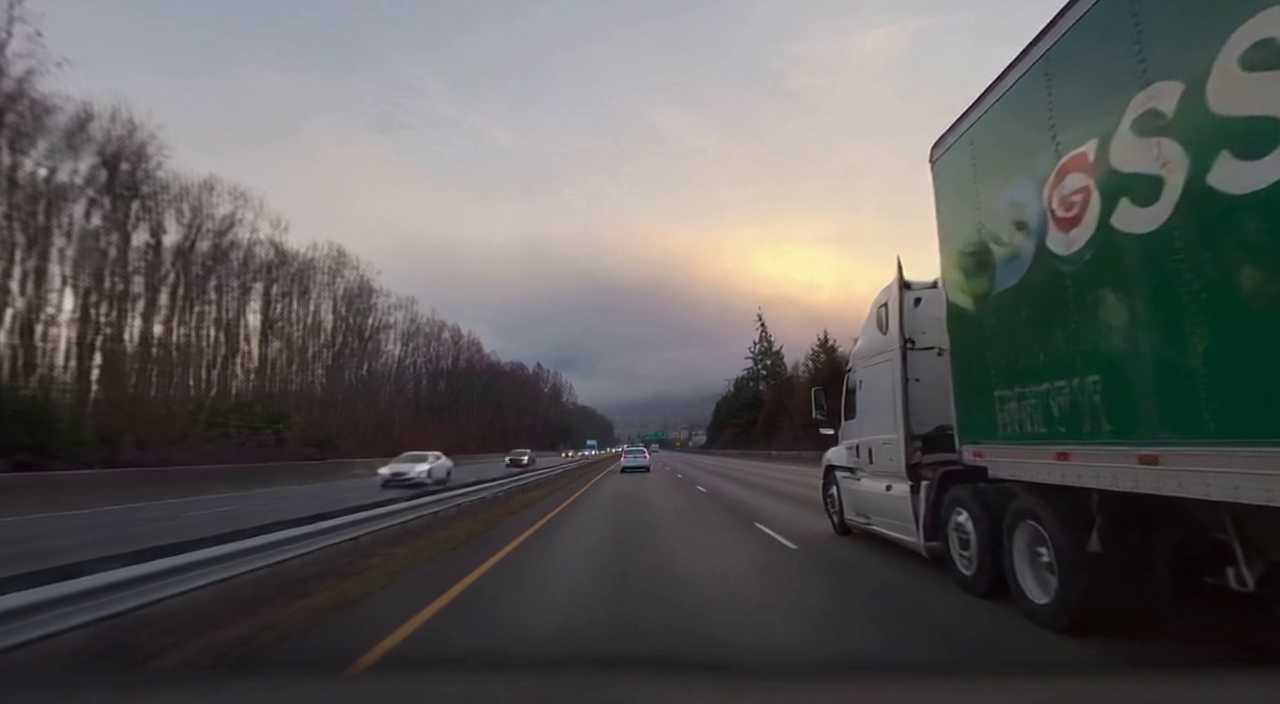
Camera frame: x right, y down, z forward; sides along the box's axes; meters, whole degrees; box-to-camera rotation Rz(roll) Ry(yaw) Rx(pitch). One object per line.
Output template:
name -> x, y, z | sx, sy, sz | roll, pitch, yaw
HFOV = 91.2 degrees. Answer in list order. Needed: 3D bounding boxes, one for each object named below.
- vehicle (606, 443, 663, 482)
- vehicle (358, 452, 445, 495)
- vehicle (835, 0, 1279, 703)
vehicle -> -0.242, 4.712, 26.899 | 2.244, 1.506, 4.097 | 0, -9, -1
vehicle -> -9.245, 4.705, 24.639 | 1.855, 1.512, 3.940 | -1, -9, 0
vehicle -> 4.401, -0.575, 1.254 | 3.317, 4.020, 14.141 | 0, -9, -1
